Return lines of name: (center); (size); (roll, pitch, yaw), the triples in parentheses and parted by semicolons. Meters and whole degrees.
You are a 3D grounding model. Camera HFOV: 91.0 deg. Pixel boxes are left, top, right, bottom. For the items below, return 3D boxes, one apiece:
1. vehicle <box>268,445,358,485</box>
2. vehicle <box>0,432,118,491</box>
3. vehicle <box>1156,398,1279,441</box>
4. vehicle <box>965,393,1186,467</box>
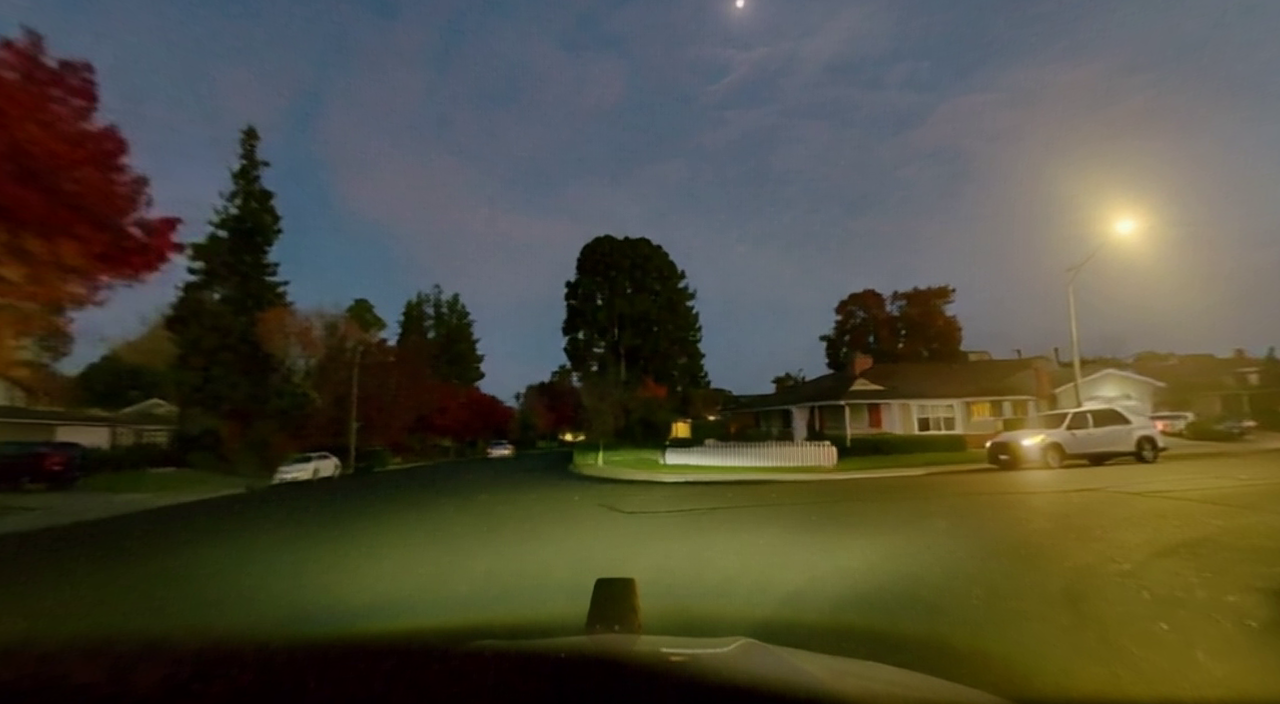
vehicle: (-13.944, 4.794, 27.193); (2.040, 1.525, 5.212); (2, -9, -12)
vehicle: (-20.793, 3.631, 20.928); (4.683, 1.849, 2.044); (2, -9, -14)
vehicle: (28.738, 3.425, 31.201); (2.029, 1.747, 4.373); (2, -11, -11)
vehicle: (13.674, 2.515, 19.826); (6.088, 2.084, 2.337); (3, -10, -18)
